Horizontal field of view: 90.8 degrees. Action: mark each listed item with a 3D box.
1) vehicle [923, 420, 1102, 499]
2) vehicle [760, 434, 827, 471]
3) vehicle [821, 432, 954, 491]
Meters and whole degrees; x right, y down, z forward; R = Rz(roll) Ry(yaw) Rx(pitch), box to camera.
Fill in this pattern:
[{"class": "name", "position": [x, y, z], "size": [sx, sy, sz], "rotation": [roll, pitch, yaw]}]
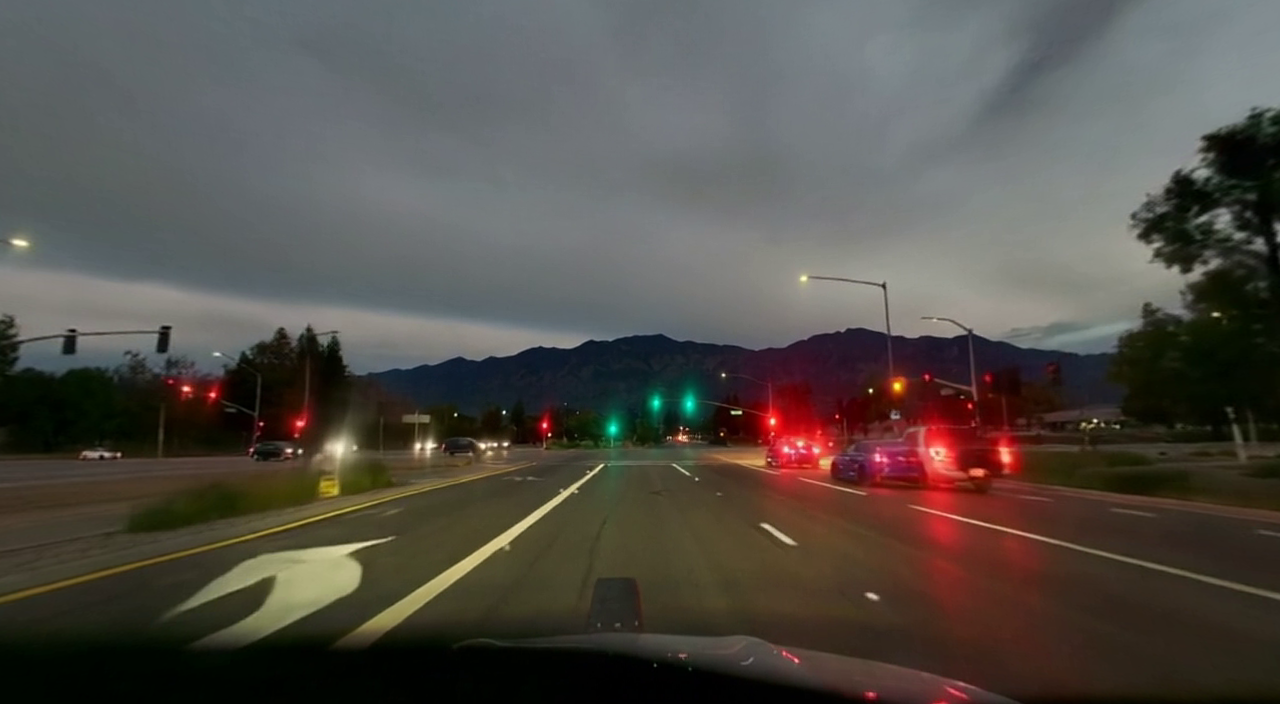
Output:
[{"class": "vehicle", "position": [9.582, 2.806, 16.824], "size": [1.977, 1.773, 4.646], "rotation": [0, -8, 1]}, {"class": "vehicle", "position": [6.944, 4.584, 29.030], "size": [1.899, 1.570, 4.666], "rotation": [0, -8, 0]}, {"class": "vehicle", "position": [6.963, 3.135, 18.407], "size": [1.990, 1.480, 4.624], "rotation": [0, -8, 0]}]
